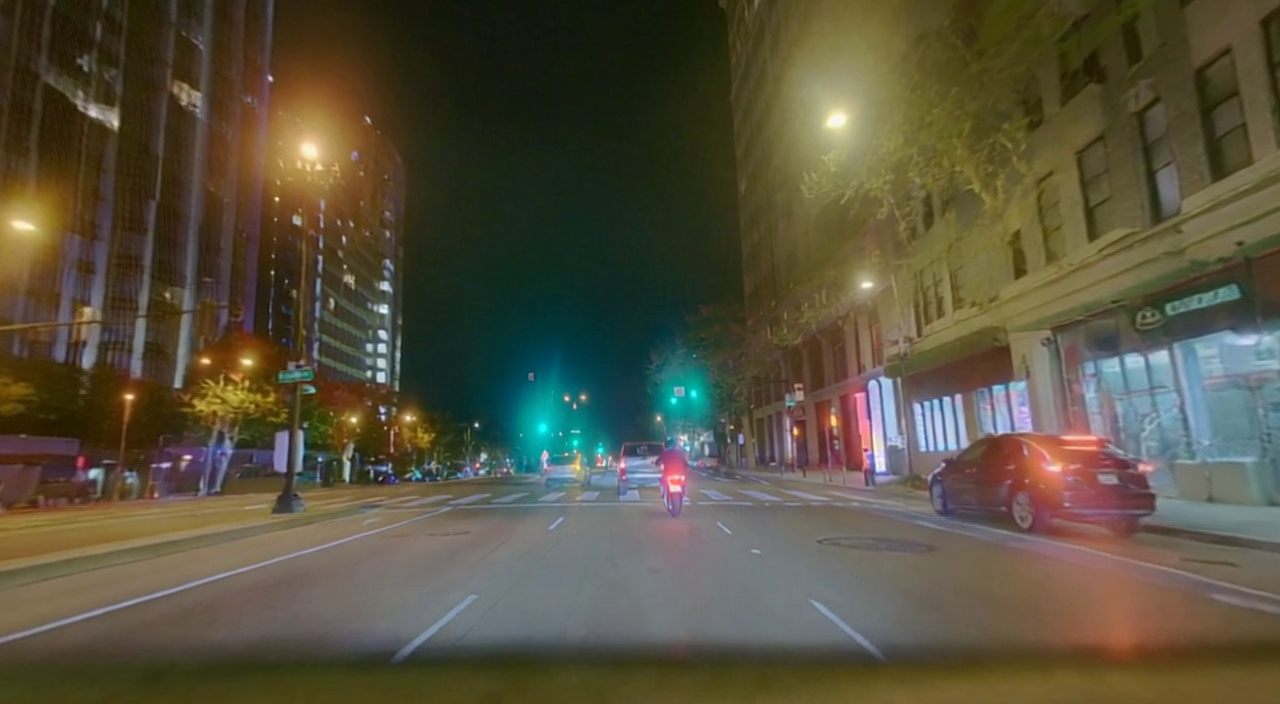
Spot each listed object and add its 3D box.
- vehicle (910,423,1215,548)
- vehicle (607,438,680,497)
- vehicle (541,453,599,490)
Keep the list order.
[{"bbox_3d":[7.167,2.302,11.641,2.018,1.772,4.968,0,-9,-2],"label":"vehicle"},{"bbox_3d":[0.073,3.844,21.467,2.223,1.775,4.250,0,-9,-1],"label":"vehicle"},{"bbox_3d":[-2.964,5.178,27.736,2.014,1.470,4.552,0,-9,0],"label":"vehicle"}]
